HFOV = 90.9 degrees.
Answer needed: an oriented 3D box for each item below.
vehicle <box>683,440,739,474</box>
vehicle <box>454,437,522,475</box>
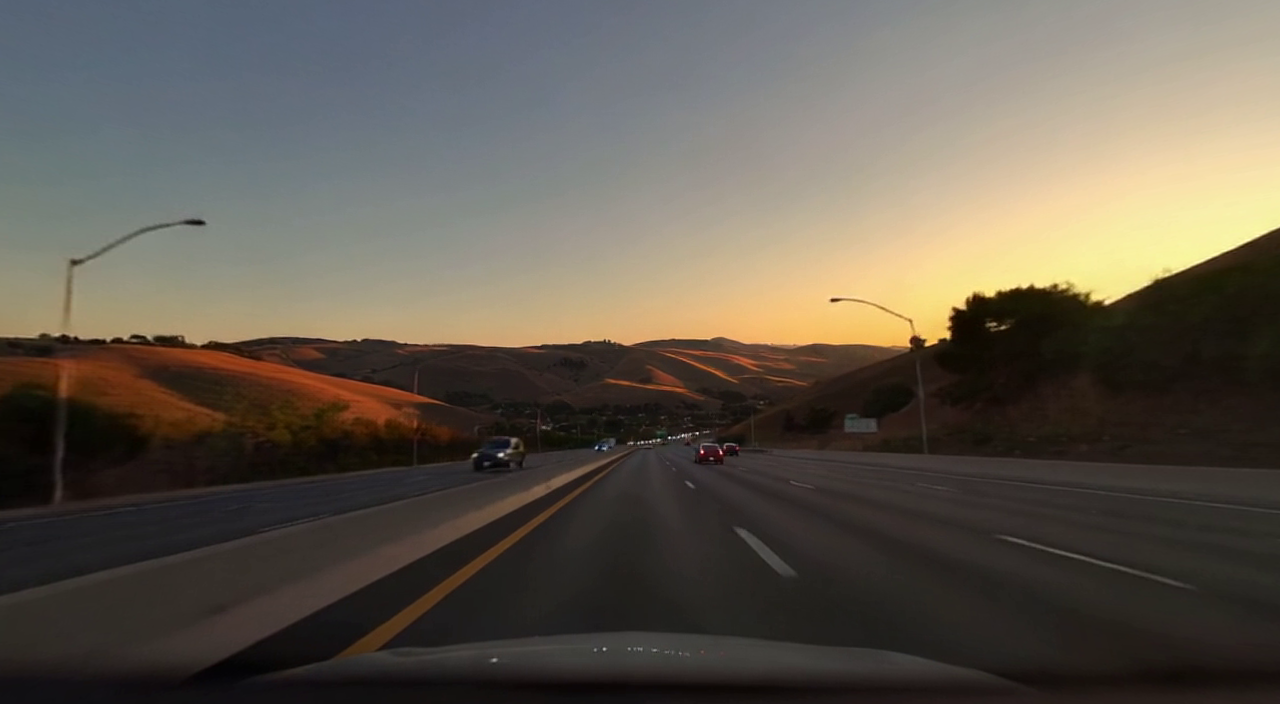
[{"bbox_3d":[3.150,4.759,28.882,2.044,1.444,4.216,0,-8,0],"label":"vehicle"},{"bbox_3d":[-8.338,5.738,35.192,2.258,1.943,5.731,0,-8,1],"label":"vehicle"}]
